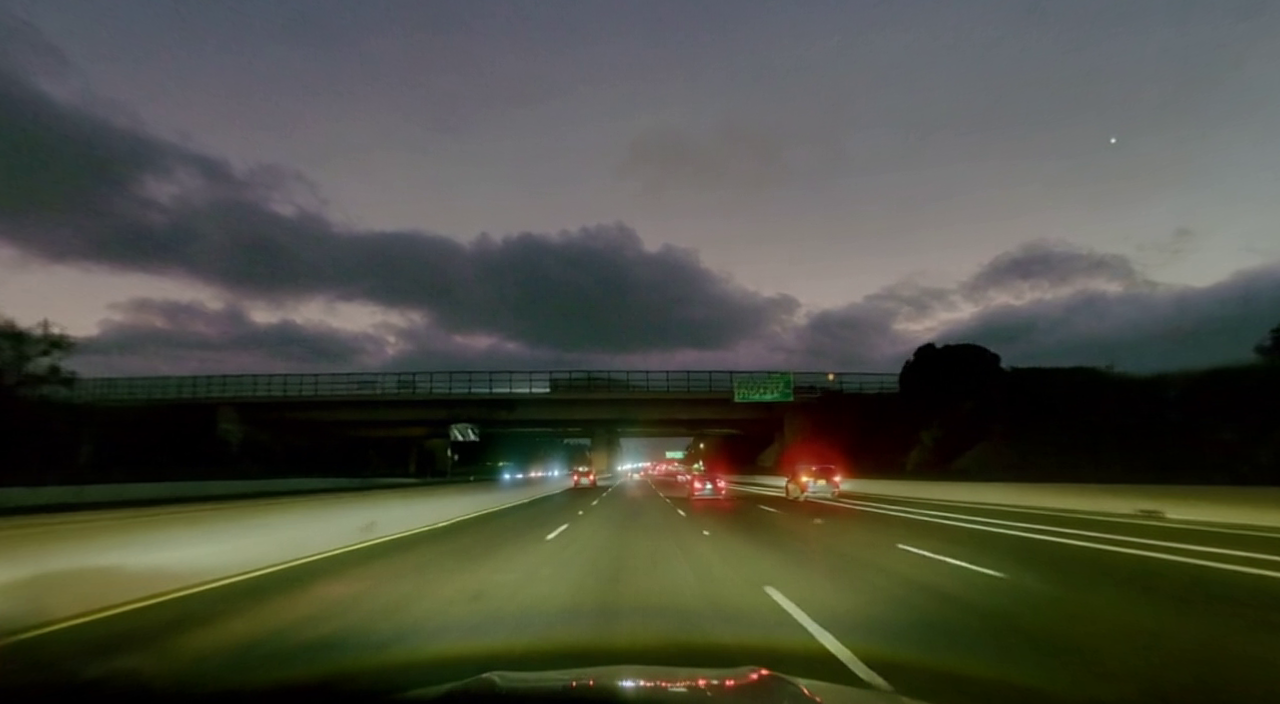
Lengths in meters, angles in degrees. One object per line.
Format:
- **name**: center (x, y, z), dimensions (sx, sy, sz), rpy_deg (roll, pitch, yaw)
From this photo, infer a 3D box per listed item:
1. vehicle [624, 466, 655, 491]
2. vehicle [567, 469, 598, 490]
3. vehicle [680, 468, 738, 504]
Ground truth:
- **vehicle**: center (-0.096, 9.364, 46.501), dimensions (2.181, 1.698, 4.056), rpy_deg (1, -11, -1)
- **vehicle**: center (-4.291, 9.647, 47.616), dimensions (1.975, 1.486, 3.903), rpy_deg (1, -11, 0)
- **vehicle**: center (3.142, 6.272, 29.649), dimensions (2.092, 1.518, 4.348), rpy_deg (1, -11, -2)
